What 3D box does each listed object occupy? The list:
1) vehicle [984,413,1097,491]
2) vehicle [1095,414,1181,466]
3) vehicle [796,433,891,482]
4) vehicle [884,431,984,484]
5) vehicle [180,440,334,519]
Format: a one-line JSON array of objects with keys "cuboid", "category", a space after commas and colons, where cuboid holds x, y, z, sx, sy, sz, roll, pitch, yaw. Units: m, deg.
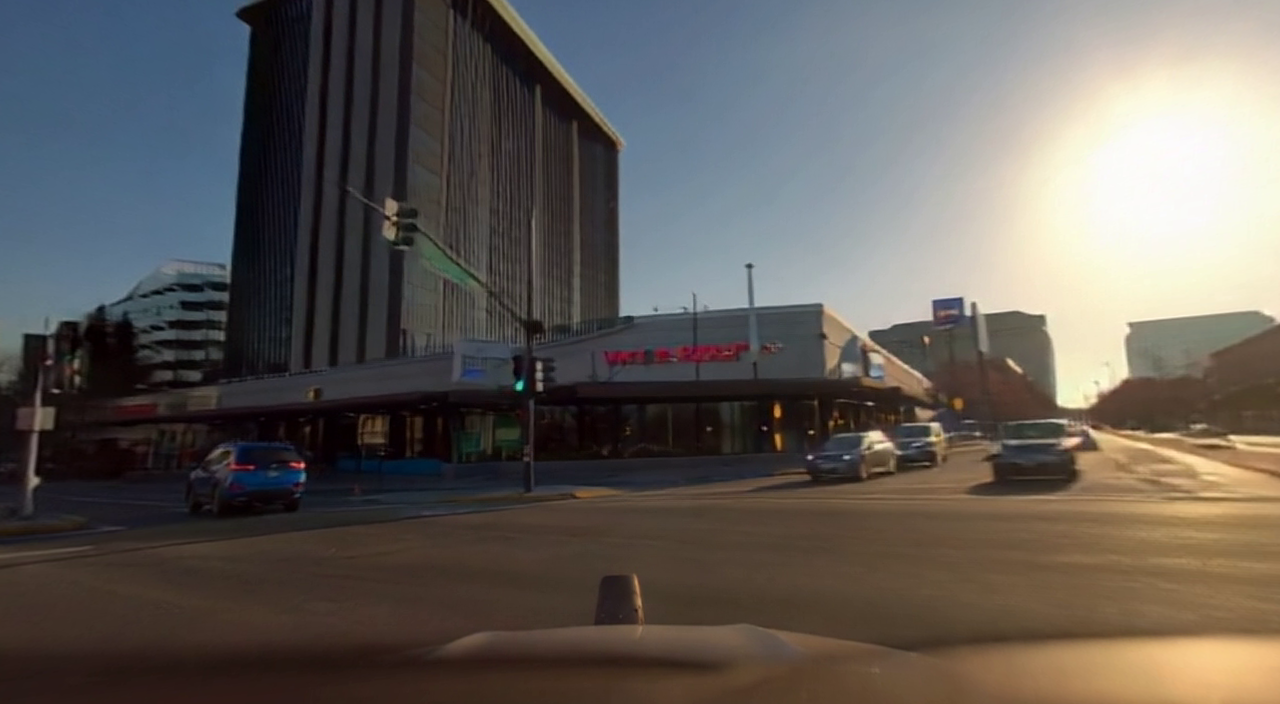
[{"cuboid": [11.013, 2.684, 17.194, 2.162, 1.788, 4.602, -6, -10, 35], "category": "vehicle"}, {"cuboid": [22.989, 4.088, 29.430, 2.453, 2.122, 5.431, -5, -9, 32], "category": "vehicle"}, {"cuboid": [7.602, 3.846, 23.350, 2.005, 1.596, 4.342, -6, -10, 36], "category": "vehicle"}, {"cuboid": [9.832, 3.453, 20.936, 2.163, 1.529, 4.210, -6, -10, 35], "category": "vehicle"}, {"cuboid": [-10.158, 3.231, 16.616, 4.445, 1.762, 2.238, -8, -12, 43], "category": "vehicle"}]
